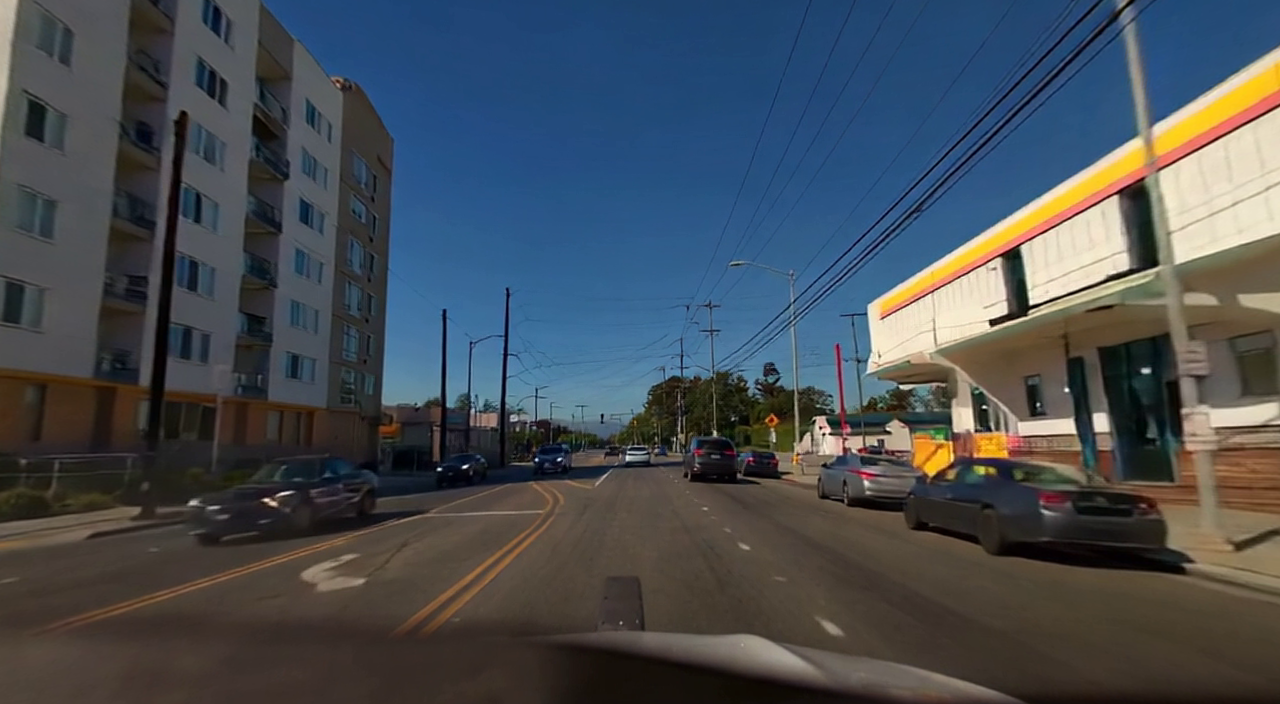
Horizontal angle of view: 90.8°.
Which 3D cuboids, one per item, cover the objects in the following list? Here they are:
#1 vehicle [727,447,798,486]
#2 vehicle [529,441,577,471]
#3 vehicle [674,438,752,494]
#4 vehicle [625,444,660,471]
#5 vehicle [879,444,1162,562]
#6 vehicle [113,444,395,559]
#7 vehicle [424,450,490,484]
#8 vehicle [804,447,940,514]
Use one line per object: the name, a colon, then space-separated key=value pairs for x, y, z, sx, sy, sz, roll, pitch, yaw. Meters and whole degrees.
vehicle: x=5.155 y=4.863 z=27.176 sx=1.910 sy=1.477 sz=4.205 roll=0 pitch=-8 yaw=-4
vehicle: x=-5.716 y=6.952 z=42.421 sx=2.241 sy=1.880 sz=5.665 roll=-1 pitch=-8 yaw=2
vehicle: x=2.289 y=3.697 z=20.933 sx=1.945 sy=1.647 sz=4.160 roll=0 pitch=-8 yaw=-2
vehicle: x=0.210 y=6.345 z=38.203 sx=1.999 sy=1.487 sz=3.939 roll=0 pitch=-8 yaw=1
vehicle: x=5.813 y=2.300 z=10.511 sx=1.914 sy=1.513 sz=4.474 roll=0 pitch=-8 yaw=0
vehicle: x=-5.983 y=2.313 z=10.583 sx=2.033 sy=1.495 sz=4.216 roll=0 pitch=-8 yaw=0
vehicle: x=-8.860 y=5.584 z=30.998 sx=1.840 sy=1.501 sz=4.563 roll=0 pitch=-8 yaw=1
vehicle: x=5.846 y=3.262 z=16.605 sx=1.841 sy=1.475 sz=4.518 roll=0 pitch=-8 yaw=0
